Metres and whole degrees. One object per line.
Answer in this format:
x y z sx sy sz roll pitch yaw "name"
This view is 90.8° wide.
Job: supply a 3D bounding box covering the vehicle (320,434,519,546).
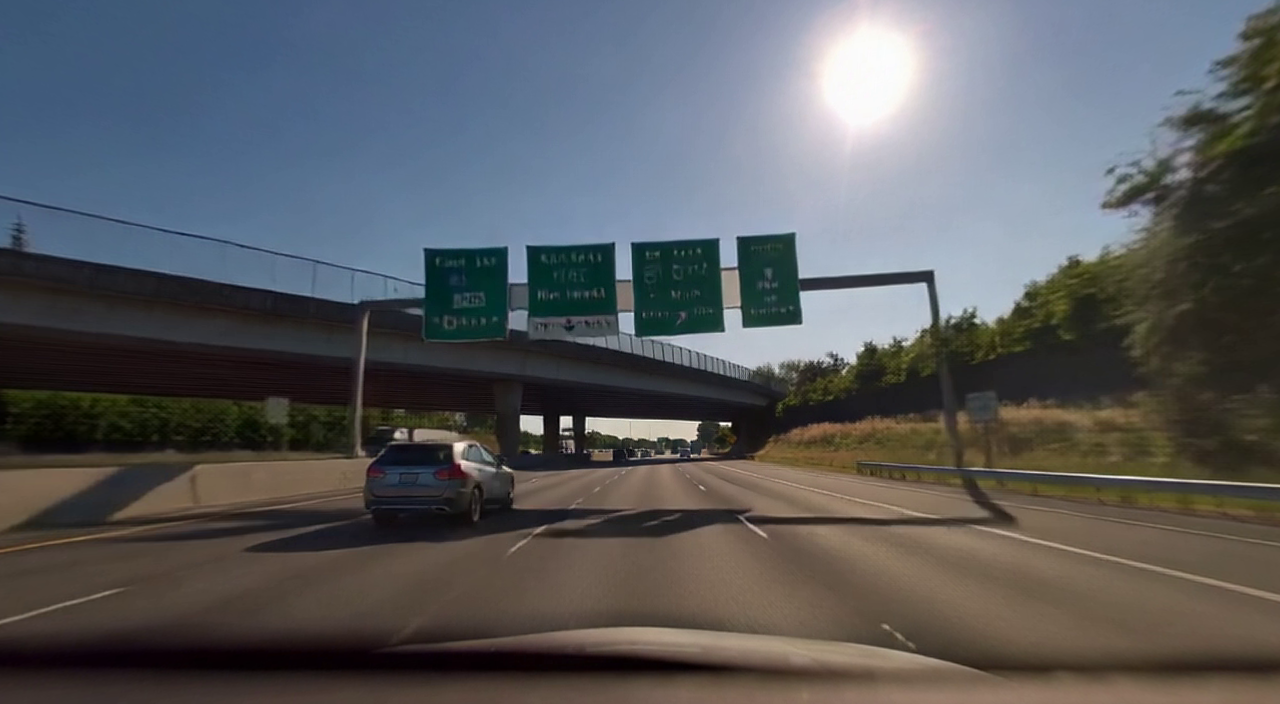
-3.638 2.342 11.361 2.016 1.623 4.126 0 -9 1 "vehicle"
